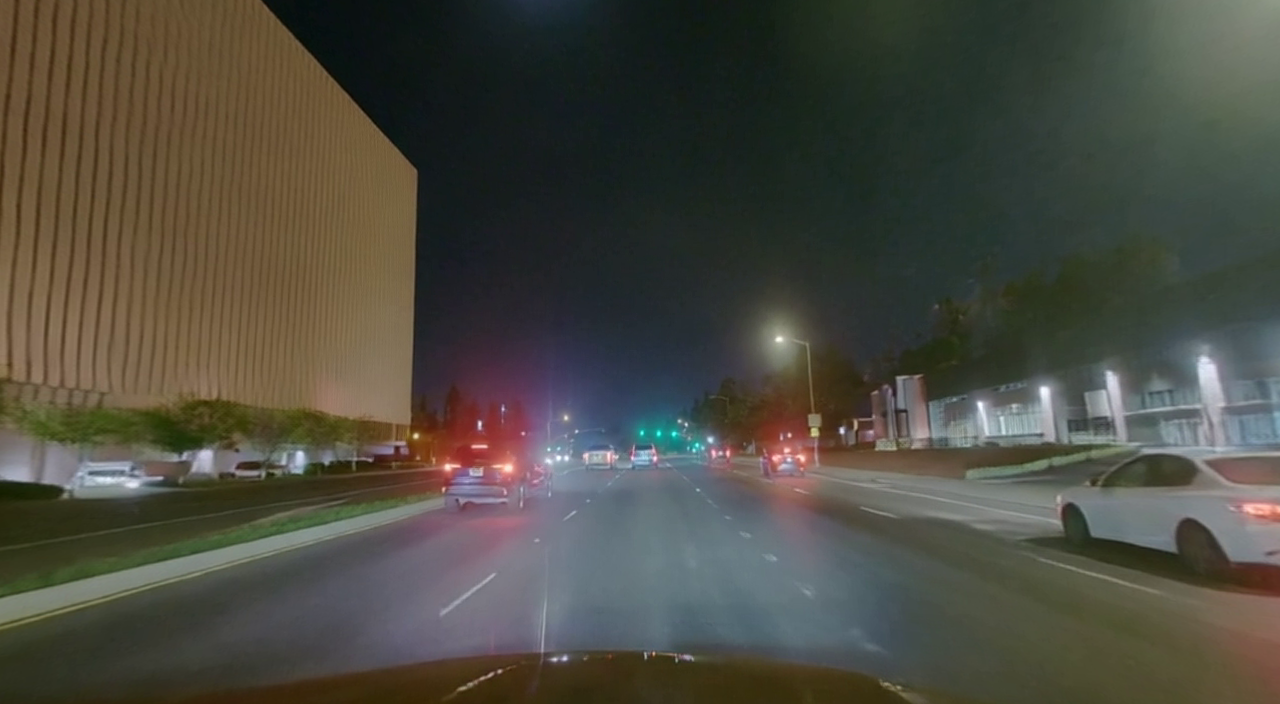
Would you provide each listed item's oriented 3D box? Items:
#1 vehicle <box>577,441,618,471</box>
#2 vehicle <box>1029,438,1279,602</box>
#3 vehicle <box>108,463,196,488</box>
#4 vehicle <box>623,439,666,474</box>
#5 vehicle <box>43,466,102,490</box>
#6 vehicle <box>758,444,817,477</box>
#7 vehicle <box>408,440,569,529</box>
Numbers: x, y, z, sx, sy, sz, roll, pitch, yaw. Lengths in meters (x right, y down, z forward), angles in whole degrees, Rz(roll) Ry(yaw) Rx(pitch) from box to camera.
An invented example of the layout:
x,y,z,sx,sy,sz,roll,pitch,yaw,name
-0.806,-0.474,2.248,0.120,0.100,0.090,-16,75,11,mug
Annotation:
x,y,z,sx,sy,sz,roll,pitch,yaw,name
-2.632,6.599,40.109,2.117,1.799,4.442,-1,-9,2,vehicle
6.715,1.710,6.989,1.865,1.458,4.605,0,-9,0,vehicle
-34.019,8.610,44.118,4.652,1.472,1.932,5,-10,-32,vehicle
0.287,5.914,35.833,2.304,1.795,4.526,0,-9,1,vehicle
-43.189,9.543,47.964,4.214,1.644,1.902,-5,-10,28,vehicle
6.974,5.162,30.209,1.884,1.458,4.245,0,-9,1,vehicle
-2.826,2.579,12.940,2.095,1.486,4.411,0,-9,2,vehicle
